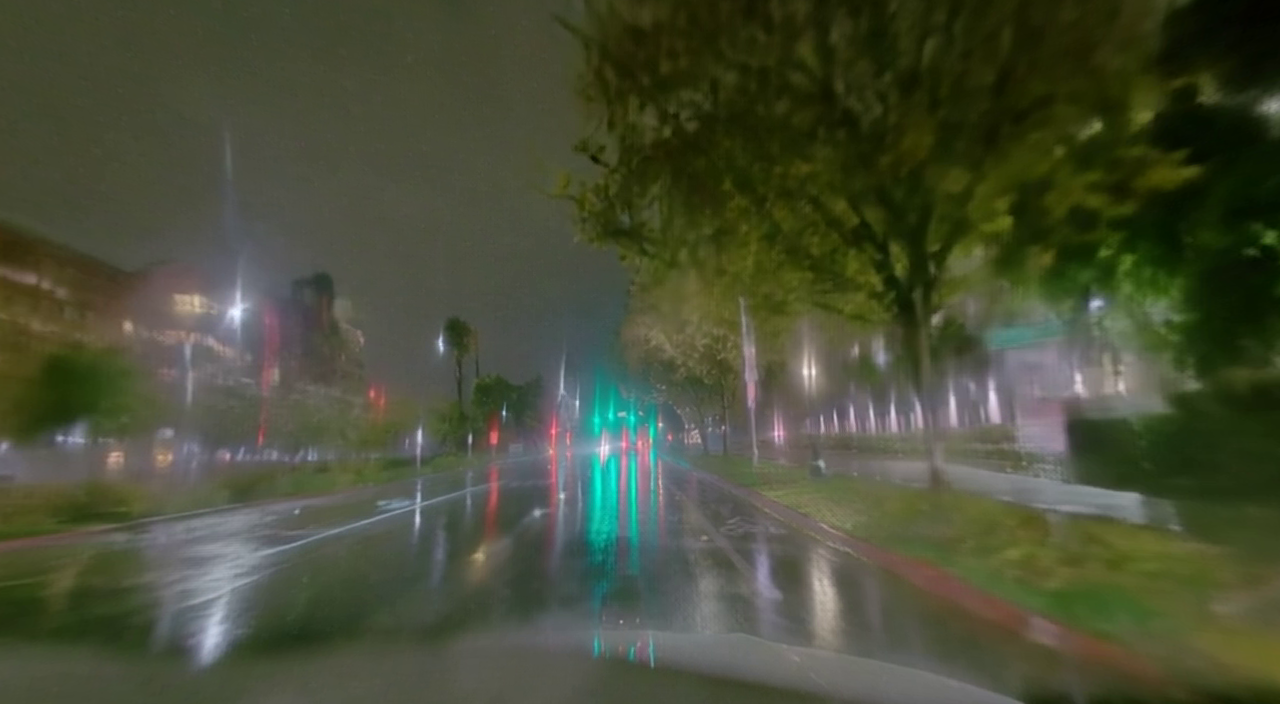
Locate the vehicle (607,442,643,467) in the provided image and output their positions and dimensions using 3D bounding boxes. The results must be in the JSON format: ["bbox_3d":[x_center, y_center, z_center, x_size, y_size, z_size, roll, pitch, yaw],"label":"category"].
[{"bbox_3d":[-0.899,6.291,38.980,2.131,1.474,4.146,0,-8,-1],"label":"vehicle"}]
